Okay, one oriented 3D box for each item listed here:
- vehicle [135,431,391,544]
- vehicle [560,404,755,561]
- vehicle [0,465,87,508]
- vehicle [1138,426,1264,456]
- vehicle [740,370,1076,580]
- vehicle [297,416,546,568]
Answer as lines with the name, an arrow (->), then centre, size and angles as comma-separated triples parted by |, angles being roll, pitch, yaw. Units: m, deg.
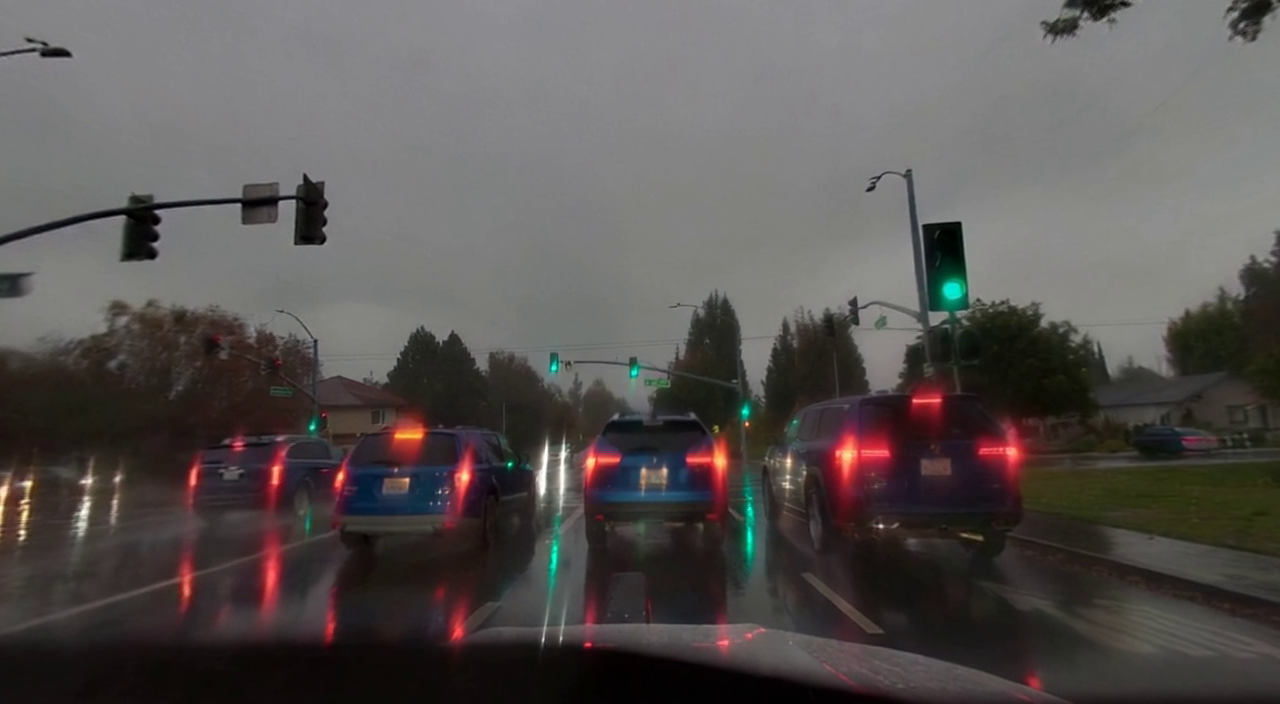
vehicle -> -6.629, 2.397, 11.908 | 2.193, 1.687, 4.507 | 0, -8, -3
vehicle -> 0.170, 1.804, 9.393 | 2.235, 1.778, 4.178 | 0, -8, -1
vehicle -> -23.983, 5.063, 23.719 | 4.383, 1.456, 1.999 | -1, -8, -1
vehicle -> 28.166, 4.500, 31.736 | 4.512, 1.444, 1.859 | 0, -8, 0
vehicle -> 3.098, 1.628, 9.142 | 2.338, 2.063, 5.672 | 0, -8, 0
vehicle -> -2.769, 1.892, 9.326 | 2.058, 1.659, 4.514 | 0, -8, 0
